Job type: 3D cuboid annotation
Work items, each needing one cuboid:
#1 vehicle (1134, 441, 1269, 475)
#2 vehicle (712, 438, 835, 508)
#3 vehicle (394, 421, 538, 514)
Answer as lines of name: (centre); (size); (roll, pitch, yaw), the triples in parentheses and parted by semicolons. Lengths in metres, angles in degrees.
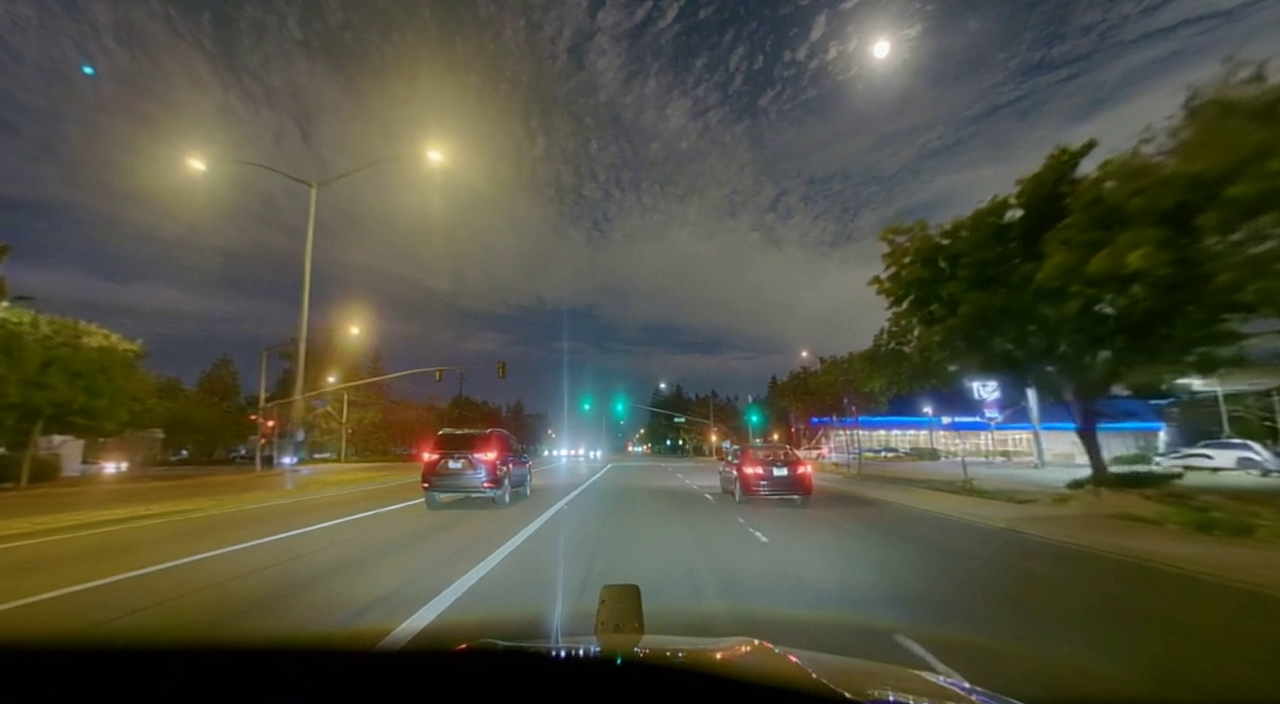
vehicle: (29.047, 5.496, 32.832); (4.810, 1.627, 1.991); (-2, -9, 6)
vehicle: (3.190, 3.011, 16.226); (1.975, 1.502, 4.787); (0, -9, -2)
vehicle: (-3.764, 2.597, 14.639); (1.997, 1.806, 4.500); (0, -9, 1)
